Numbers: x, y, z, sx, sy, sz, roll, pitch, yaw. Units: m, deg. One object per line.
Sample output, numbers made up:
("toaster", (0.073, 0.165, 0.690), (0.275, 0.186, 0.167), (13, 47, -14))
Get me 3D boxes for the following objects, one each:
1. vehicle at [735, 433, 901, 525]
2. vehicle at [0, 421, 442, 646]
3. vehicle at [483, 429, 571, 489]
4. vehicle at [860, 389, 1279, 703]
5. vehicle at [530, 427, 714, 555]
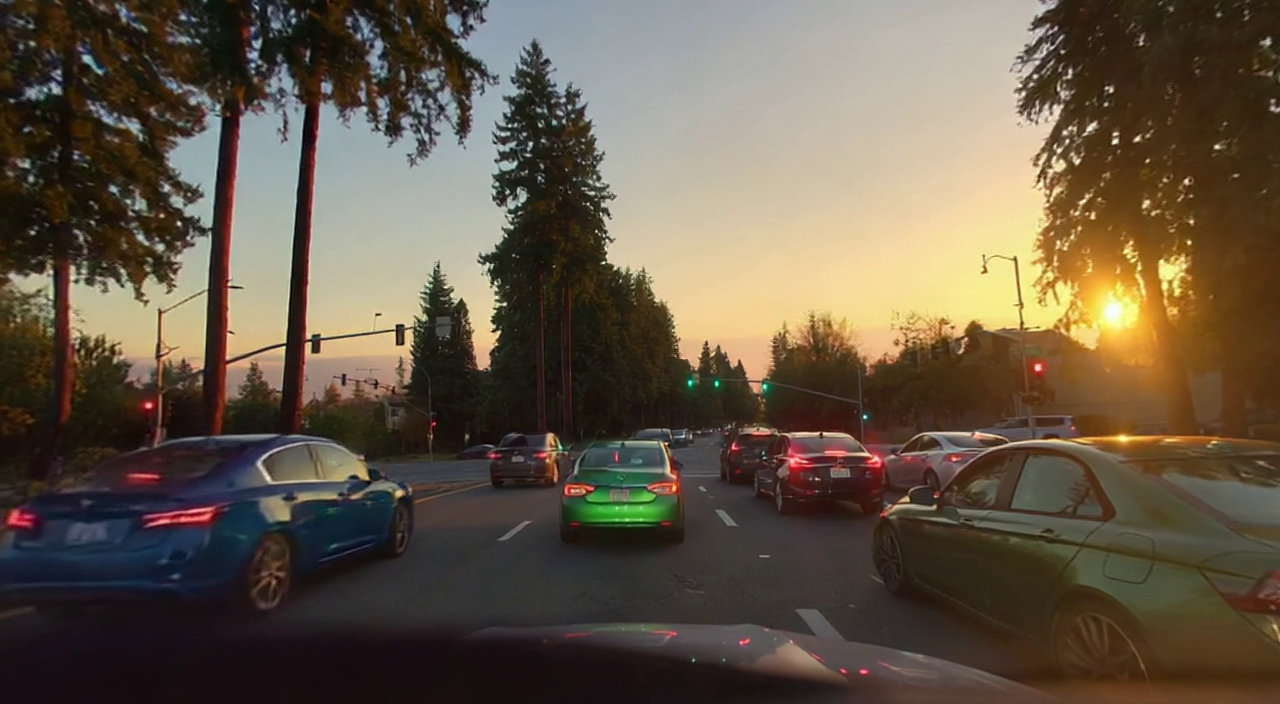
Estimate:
("vehicle", (3.187, 2.334, 12.333), (1.975, 1.460, 4.357), (0, -8, 0))
("vehicle", (-3.710, 1.537, 6.479), (1.935, 1.482, 4.433), (0, -8, -1))
("vehicle", (-3.524, 3.434, 20.526), (1.961, 1.714, 4.268), (0, -8, 2))
("vehicle", (3.140, 1.151, 4.061), (1.903, 1.480, 4.270), (0, -8, 0))
("vehicle", (-0.226, 1.914, 9.351), (2.147, 1.479, 3.803), (0, -8, 0))
